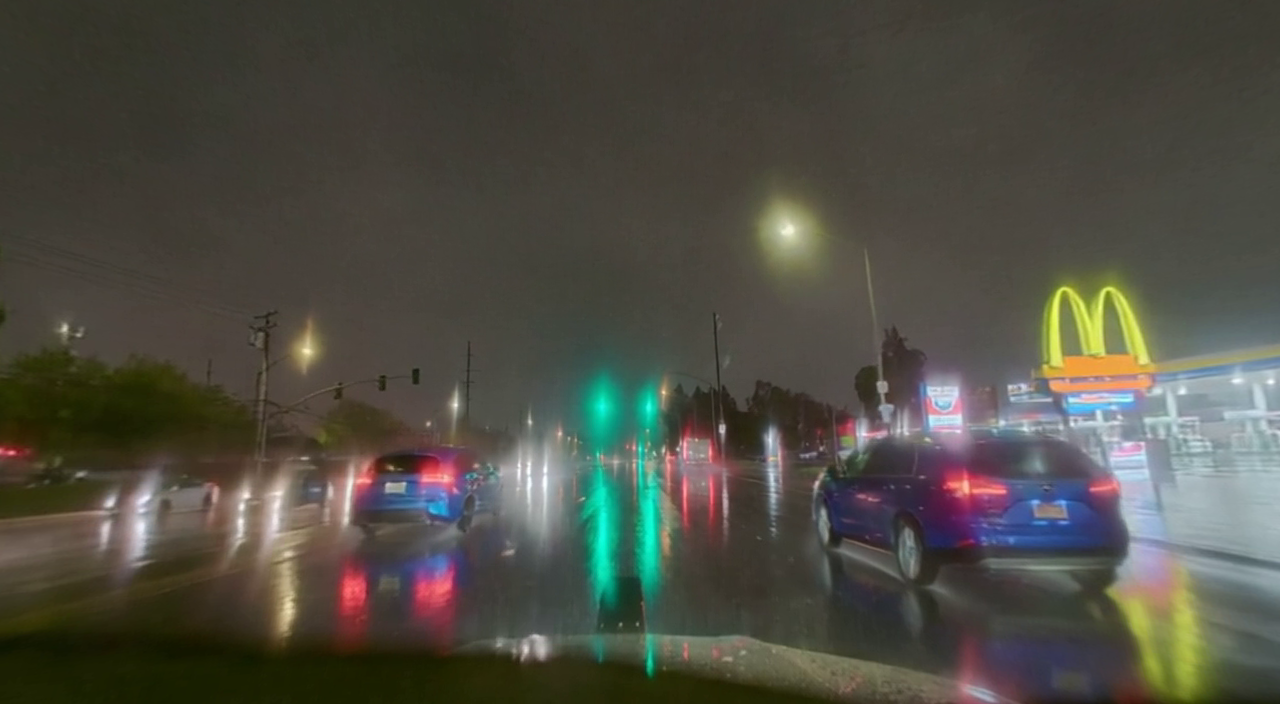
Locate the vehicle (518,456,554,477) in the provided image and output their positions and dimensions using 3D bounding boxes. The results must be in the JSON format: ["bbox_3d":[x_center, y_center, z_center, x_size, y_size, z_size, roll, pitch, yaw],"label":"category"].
[{"bbox_3d":[-8.066,8.898,49.349,2.056,1.519,4.383,-1,-9,1],"label":"vehicle"}]

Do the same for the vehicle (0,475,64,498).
[{"bbox_3d":[-47.935,10.339,48.722,4.703,1.655,2.148,0,-10,-1],"label":"vehicle"}]

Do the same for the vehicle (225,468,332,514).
[{"bbox_3d":[-14.195,5.454,25.107,1.851,1.540,4.025,-1,-9,1],"label":"vehicle"}]

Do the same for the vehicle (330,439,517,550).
[{"bbox_3d":[-3.616,2.431,11.455,1.935,1.617,4.045,-1,-9,0],"label":"vehicle"}]

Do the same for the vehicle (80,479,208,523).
[{"bbox_3d":[-21.255,6.370,27.371,1.852,1.484,4.507,-1,-9,0],"label":"vehicle"}]

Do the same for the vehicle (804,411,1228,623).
[{"bbox_3d":[3.582,1.653,7.327,2.085,1.655,4.459,0,-9,-1],"label":"vehicle"}]

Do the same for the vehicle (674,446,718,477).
[{"bbox_3d":[3.268,6.525,37.848,2.066,1.699,4.419,0,-9,-2],"label":"vehicle"}]
